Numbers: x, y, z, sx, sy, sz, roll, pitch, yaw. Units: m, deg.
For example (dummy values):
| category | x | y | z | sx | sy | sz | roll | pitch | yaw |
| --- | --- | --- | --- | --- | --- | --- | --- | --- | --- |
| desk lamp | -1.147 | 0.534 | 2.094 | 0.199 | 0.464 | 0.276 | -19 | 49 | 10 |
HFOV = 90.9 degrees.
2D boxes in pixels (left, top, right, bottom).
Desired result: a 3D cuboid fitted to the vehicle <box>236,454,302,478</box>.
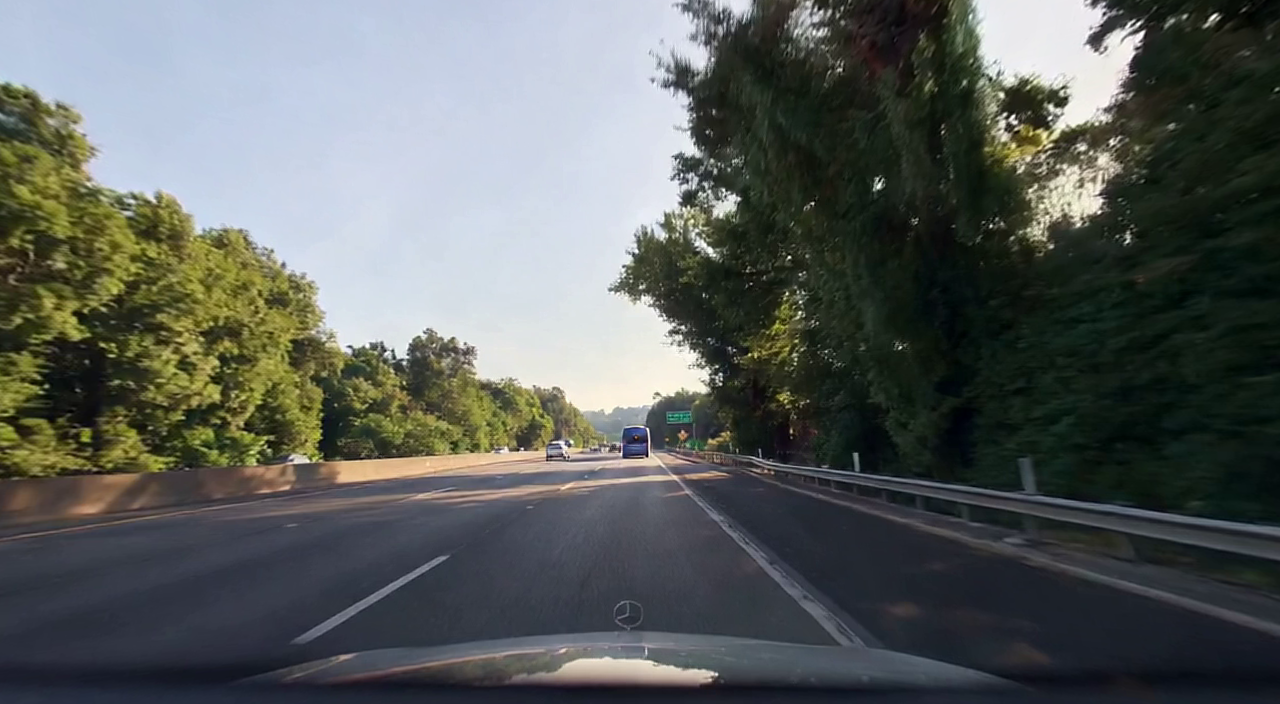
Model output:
| category | x | y | z | sx | sy | sz | roll | pitch | yaw |
| --- | --- | --- | --- | --- | --- | --- | --- | --- | --- |
| vehicle | -24.972 | 7.662 | 42.665 | 1.877 | 1.489 | 4.236 | 0 | -8 | 0 |
